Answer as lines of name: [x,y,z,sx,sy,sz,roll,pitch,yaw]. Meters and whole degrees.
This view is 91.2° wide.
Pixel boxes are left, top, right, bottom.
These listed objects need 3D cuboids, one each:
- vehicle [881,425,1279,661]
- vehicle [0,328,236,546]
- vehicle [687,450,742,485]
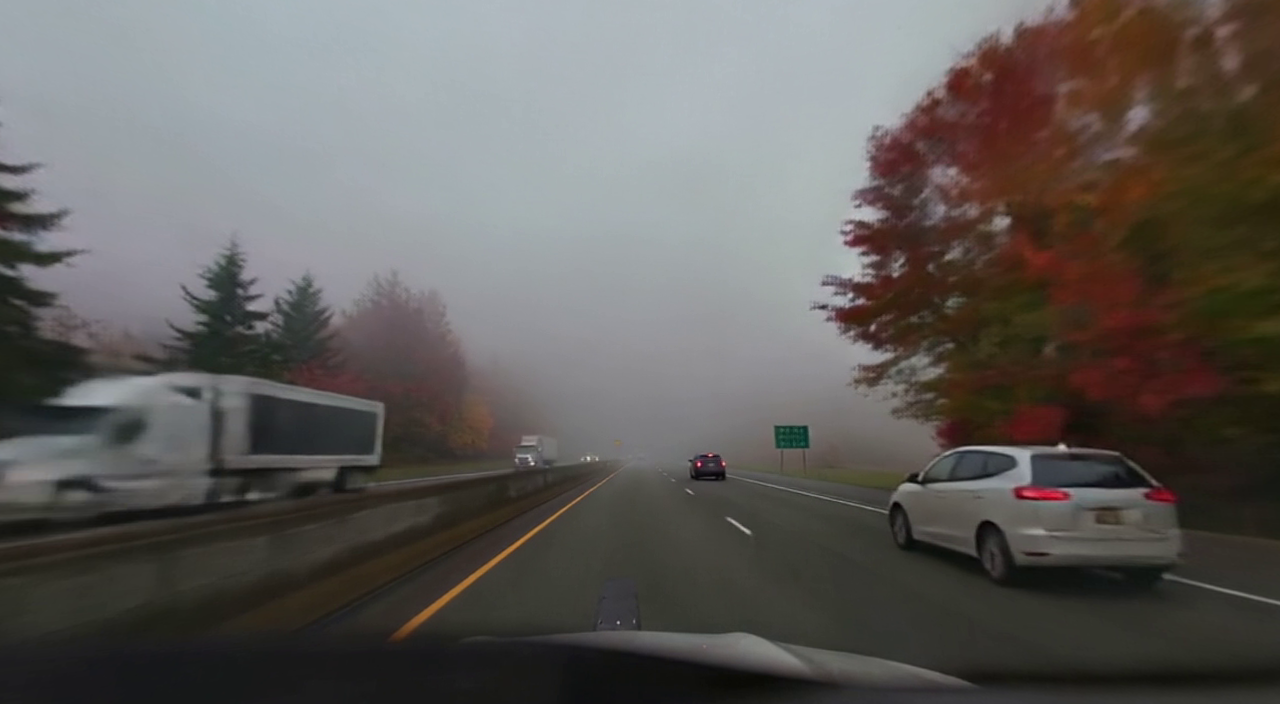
vehicle: [4.385,1.607,6.371,2.119,1.557,4.163,0,-9,-1]
vehicle: [-13.335,2.000,14.788,3.253,4.062,6.069,0,-9,1]
vehicle: [3.501,5.518,30.261,2.070,1.546,4.648,0,-9,0]
